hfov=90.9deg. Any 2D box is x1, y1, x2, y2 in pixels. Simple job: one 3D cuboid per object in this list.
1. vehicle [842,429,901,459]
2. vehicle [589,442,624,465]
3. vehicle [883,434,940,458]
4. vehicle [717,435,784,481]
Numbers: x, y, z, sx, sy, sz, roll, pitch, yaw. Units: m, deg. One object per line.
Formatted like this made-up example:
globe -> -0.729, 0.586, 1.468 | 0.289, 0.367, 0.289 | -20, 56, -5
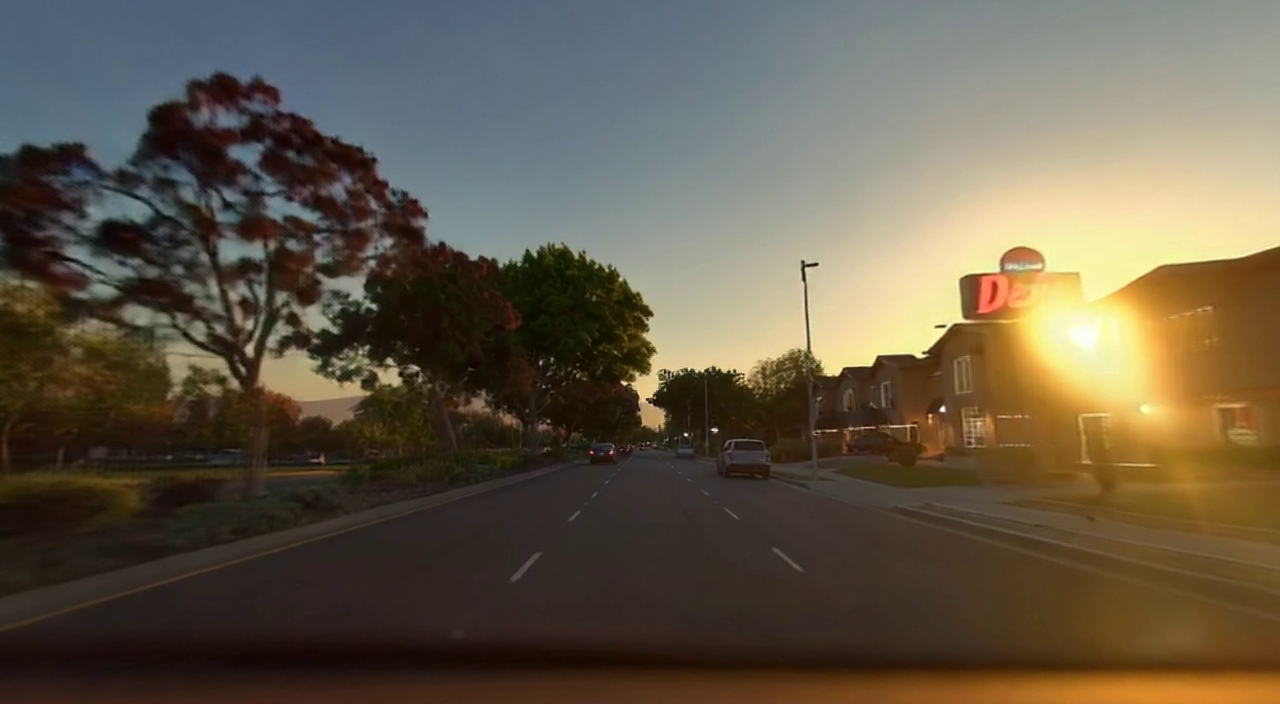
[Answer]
vehicle -> 15.036, 6.041, 41.217 | 2.202, 1.822, 4.978 | -1, -8, 3
vehicle -> -2.336, 7.211, 44.890 | 2.176, 1.543, 4.335 | 0, -8, 1
vehicle -> 17.812, 6.201, 41.564 | 1.953, 1.488, 4.129 | 0, -8, 1
vehicle -> 4.534, 4.416, 26.577 | 2.067, 1.755, 4.616 | 0, -8, 1
